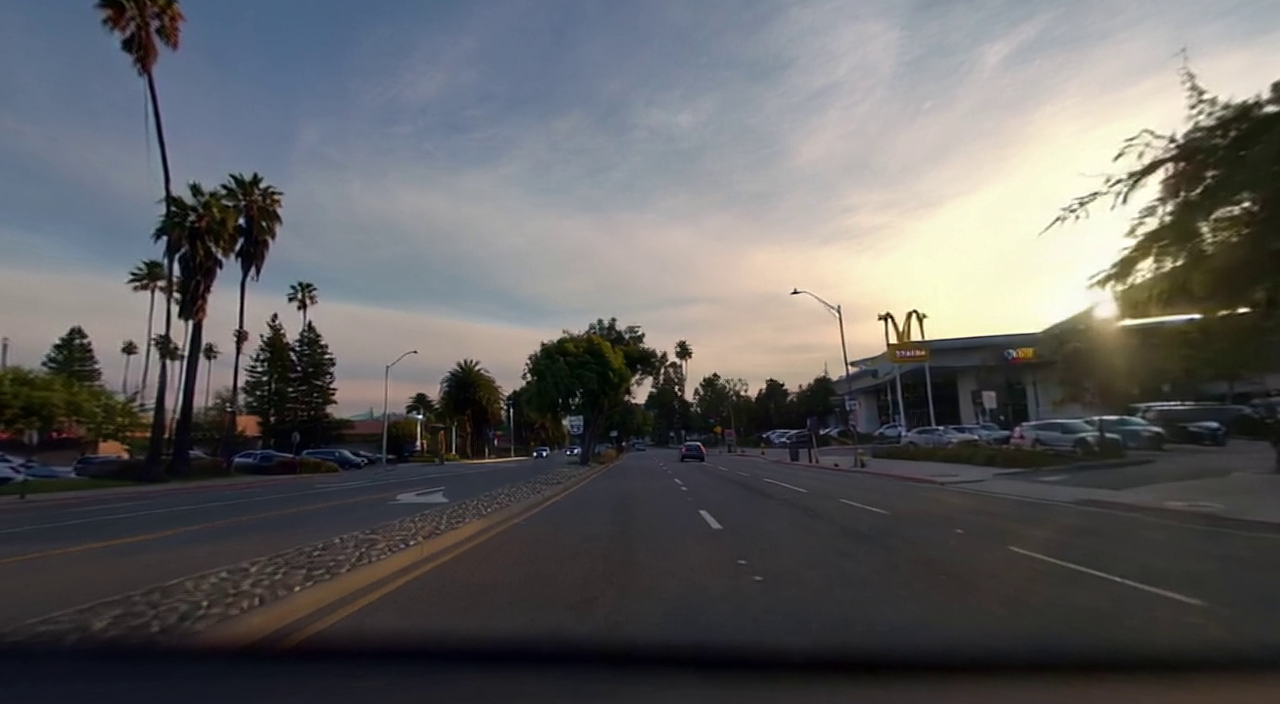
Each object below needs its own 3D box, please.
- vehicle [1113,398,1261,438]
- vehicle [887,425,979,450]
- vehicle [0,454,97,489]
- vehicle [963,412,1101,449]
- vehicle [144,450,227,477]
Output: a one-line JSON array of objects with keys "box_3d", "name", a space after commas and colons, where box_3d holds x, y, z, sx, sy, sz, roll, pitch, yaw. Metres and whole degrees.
[{"box_3d": [30.714, 3.758, 35.583, 6.052, 2.013, 2.331, 1, -11, 1], "name": "vehicle"}, {"box_3d": [18.104, 5.322, 39.128, 4.691, 1.545, 1.900, -1, -8, 4], "name": "vehicle"}, {"box_3d": [-28.046, 5.498, 29.224, 2.023, 1.468, 4.153, 0, -10, 0], "name": "vehicle"}, {"box_3d": [18.852, 3.829, 30.542, 5.123, 1.730, 2.183, 0, -8, 3], "name": "vehicle"}, {"box_3d": [-28.501, 6.965, 39.744, 2.067, 1.563, 4.043, 0, -8, 2], "name": "vehicle"}]
